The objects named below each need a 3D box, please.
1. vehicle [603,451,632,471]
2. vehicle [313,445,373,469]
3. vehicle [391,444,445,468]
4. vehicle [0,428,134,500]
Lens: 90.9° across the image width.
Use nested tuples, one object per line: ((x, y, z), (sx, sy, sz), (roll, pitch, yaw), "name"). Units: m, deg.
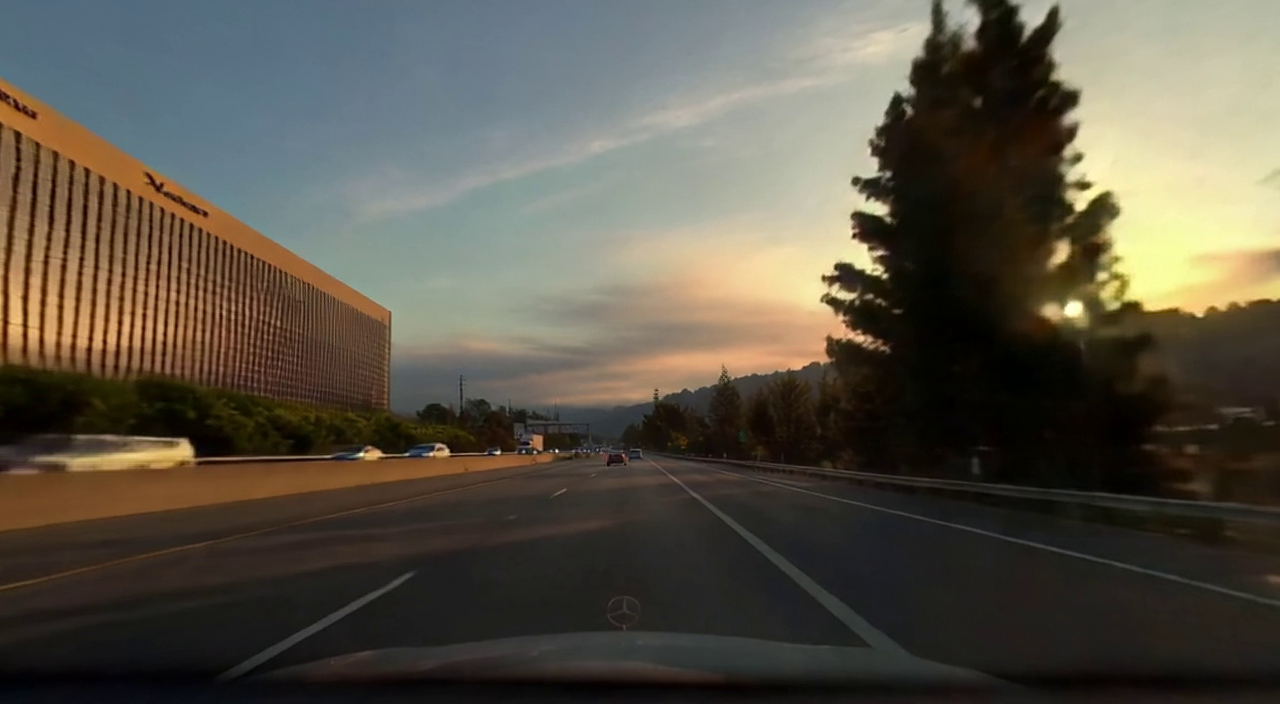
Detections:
((-1.701, 8.329, 48.462), (2.011, 1.468, 3.883), (0, -9, 1), "vehicle")
((-18.752, 6.665, 40.007), (1.949, 1.442, 3.753), (0, -9, 0), "vehicle")
((-14.531, 6.825, 41.489), (1.870, 1.489, 4.417), (0, -9, 1), "vehicle")
((-14.577, 2.560, 14.567), (1.927, 1.514, 4.550), (0, -9, 0), "vehicle")
